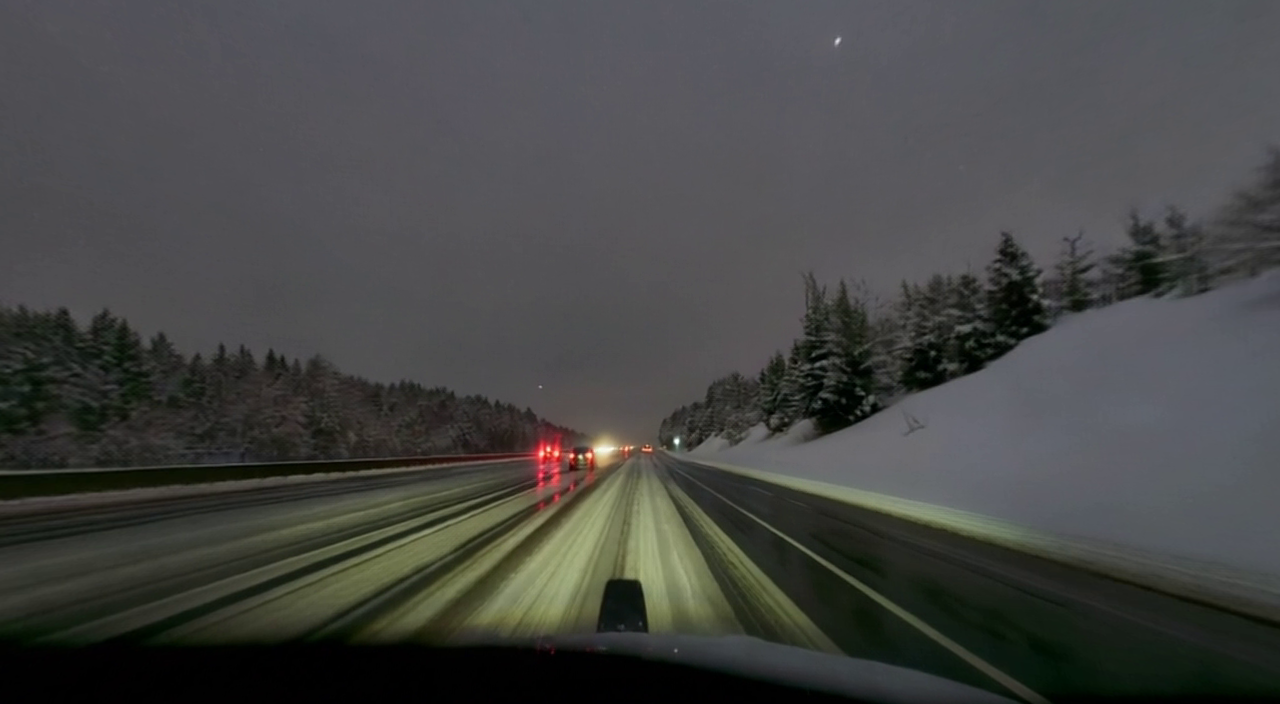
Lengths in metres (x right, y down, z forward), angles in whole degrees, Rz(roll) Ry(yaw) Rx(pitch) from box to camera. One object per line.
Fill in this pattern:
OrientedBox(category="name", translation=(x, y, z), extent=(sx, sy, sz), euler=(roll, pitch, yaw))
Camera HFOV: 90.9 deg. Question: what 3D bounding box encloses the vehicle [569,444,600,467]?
OrientedBox(category="vehicle", translation=(-3.775, 7.160, 43.807), extent=(1.786, 1.488, 4.023), euler=(0, -9, 0))
